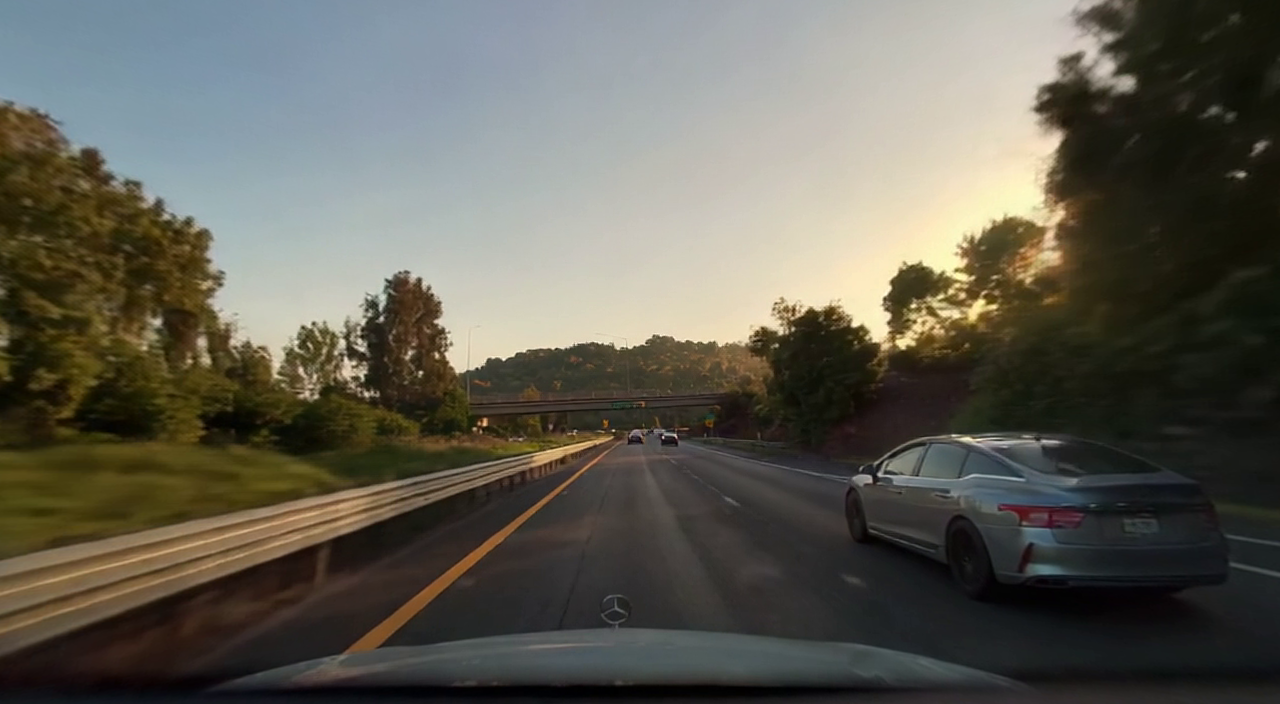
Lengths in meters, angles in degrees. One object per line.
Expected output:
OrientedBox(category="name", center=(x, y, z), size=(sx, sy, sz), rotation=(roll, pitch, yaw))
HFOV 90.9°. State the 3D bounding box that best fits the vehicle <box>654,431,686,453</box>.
OrientedBox(category="vehicle", center=(2.107, 6.417, 44.969), size=(1.981, 1.490, 3.449), rotation=(0, -8, -3))
